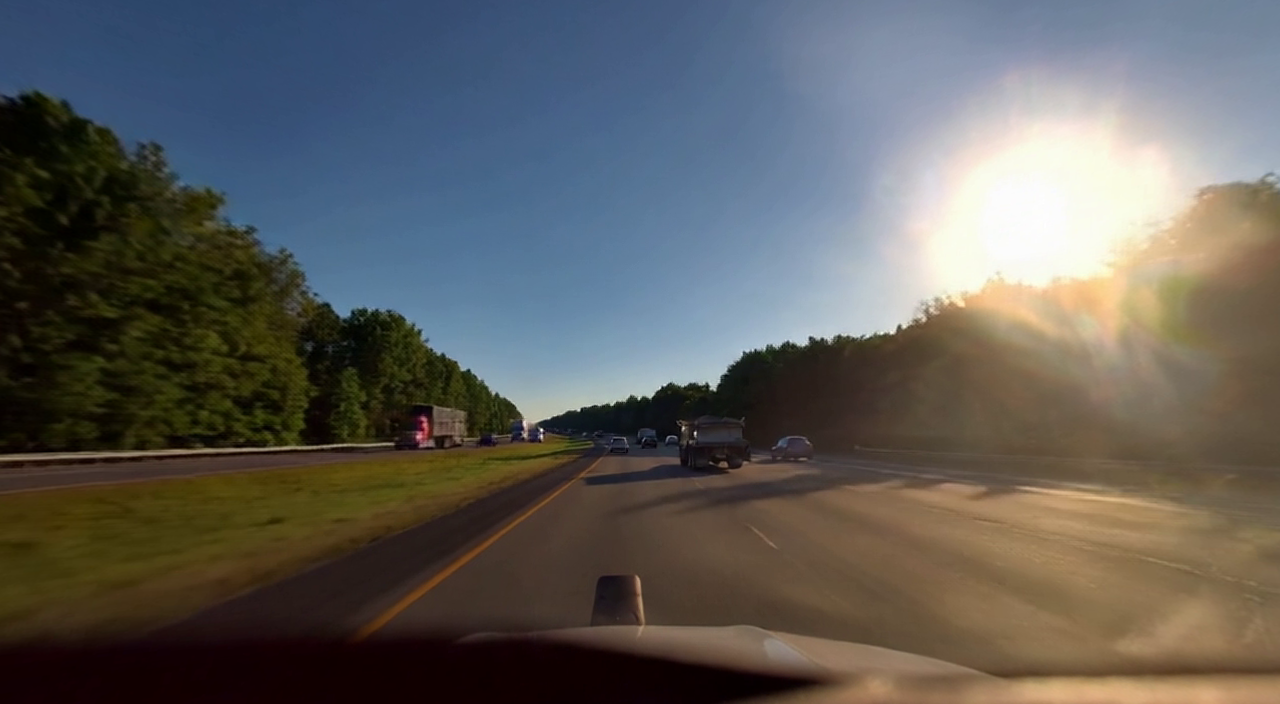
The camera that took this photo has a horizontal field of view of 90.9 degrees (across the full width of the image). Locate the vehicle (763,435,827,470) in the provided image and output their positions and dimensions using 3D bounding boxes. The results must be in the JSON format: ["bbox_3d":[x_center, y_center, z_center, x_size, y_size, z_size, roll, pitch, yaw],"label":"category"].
[{"bbox_3d":[6.889,4.474,28.388,1.821,1.468,3.805,0,-8,-2],"label":"vehicle"}]

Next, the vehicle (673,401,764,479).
[{"bbox_3d":[2.711,3.231,23.384,2.436,2.521,5.409,0,-8,-2],"label":"vehicle"}]
